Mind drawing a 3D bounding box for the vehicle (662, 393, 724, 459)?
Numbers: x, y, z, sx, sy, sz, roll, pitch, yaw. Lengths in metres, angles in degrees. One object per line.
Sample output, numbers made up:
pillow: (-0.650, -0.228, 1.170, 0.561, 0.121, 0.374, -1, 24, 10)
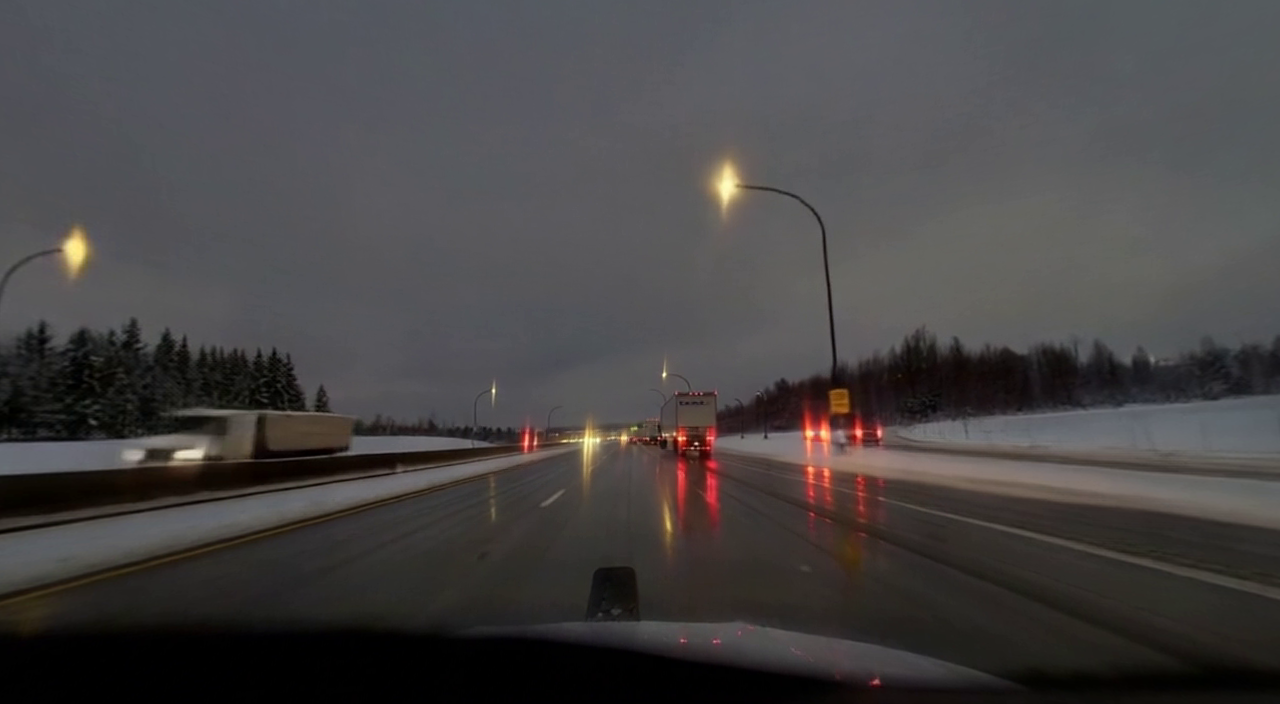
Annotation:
vehicle: (3.521, 5.559, 46.101, 2.976, 4.064, 14.619, 0, -8, -1)

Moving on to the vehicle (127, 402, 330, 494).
vehicle: (-16.568, 3.982, 26.437, 2.818, 3.191, 8.511, 0, -8, 0)
